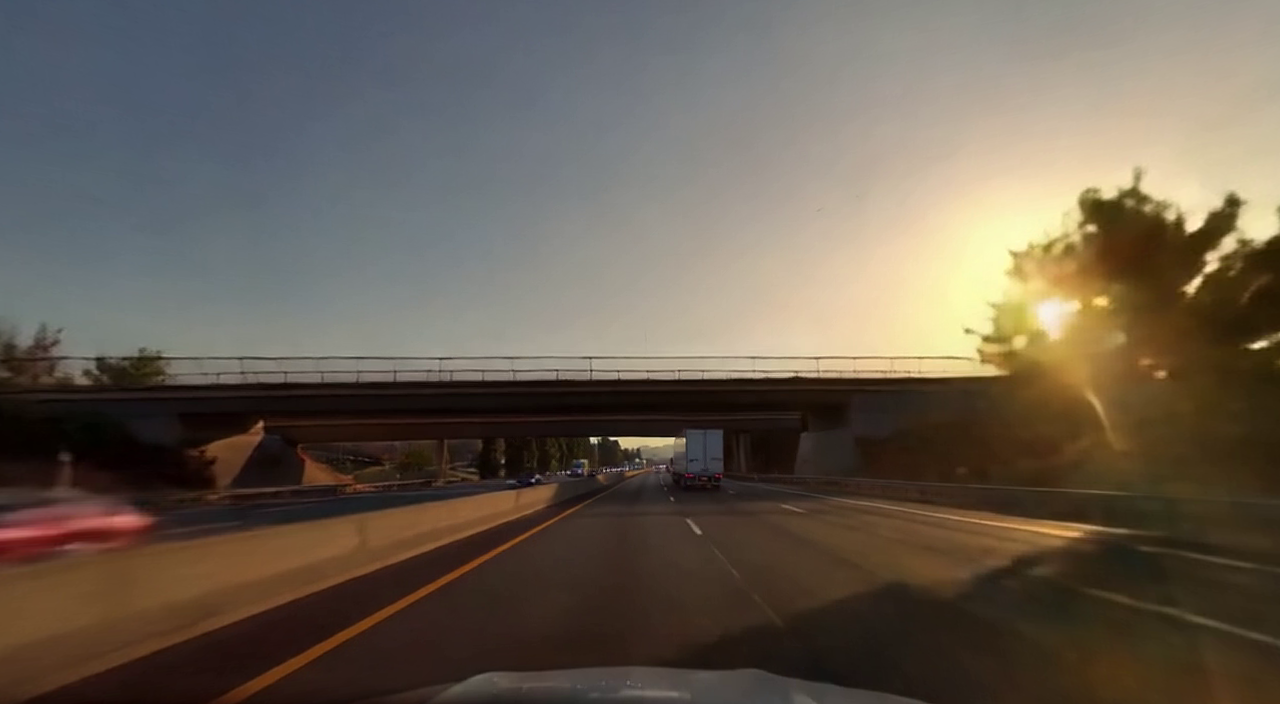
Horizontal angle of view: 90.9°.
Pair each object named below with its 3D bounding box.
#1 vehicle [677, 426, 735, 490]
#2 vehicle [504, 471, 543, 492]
[{"bbox_3d":[4.508,7.836,46.027,3.054,4.005,11.895,1,-11,0],"label":"vehicle"},{"bbox_3d":[-8.569,9.568,46.679,1.982,1.461,4.349,1,-11,1],"label":"vehicle"}]
